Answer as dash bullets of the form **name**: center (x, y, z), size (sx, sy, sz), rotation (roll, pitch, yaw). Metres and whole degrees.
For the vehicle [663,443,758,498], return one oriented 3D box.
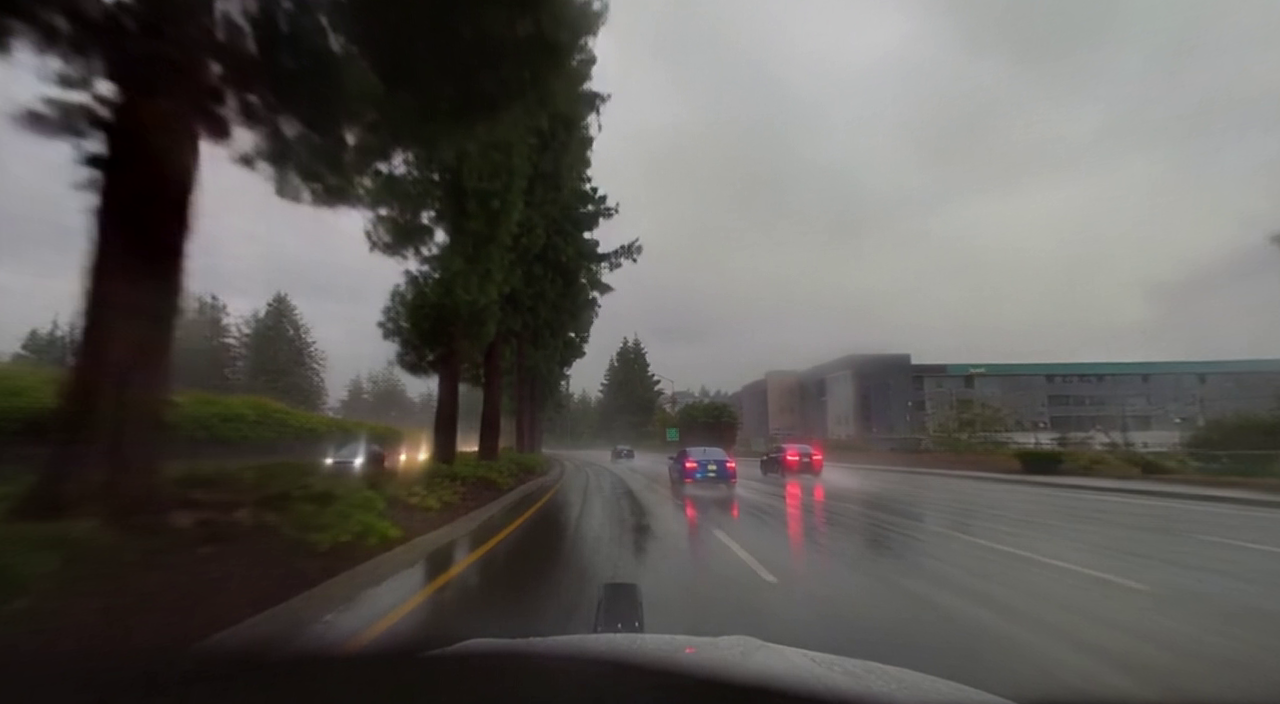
- **vehicle**: center (1.972, 3.498, 19.060), size (2.077, 1.464, 4.134), rotation (1, -8, -5)

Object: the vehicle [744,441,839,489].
- **vehicle**: center (5.129, 3.882, 21.957), size (1.901, 1.474, 4.363), rotation (1, -9, -5)

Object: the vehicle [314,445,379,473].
- **vehicle**: center (-16.830, 6.118, 36.378), size (1.926, 1.483, 4.651), rotation (1, -9, -6)
